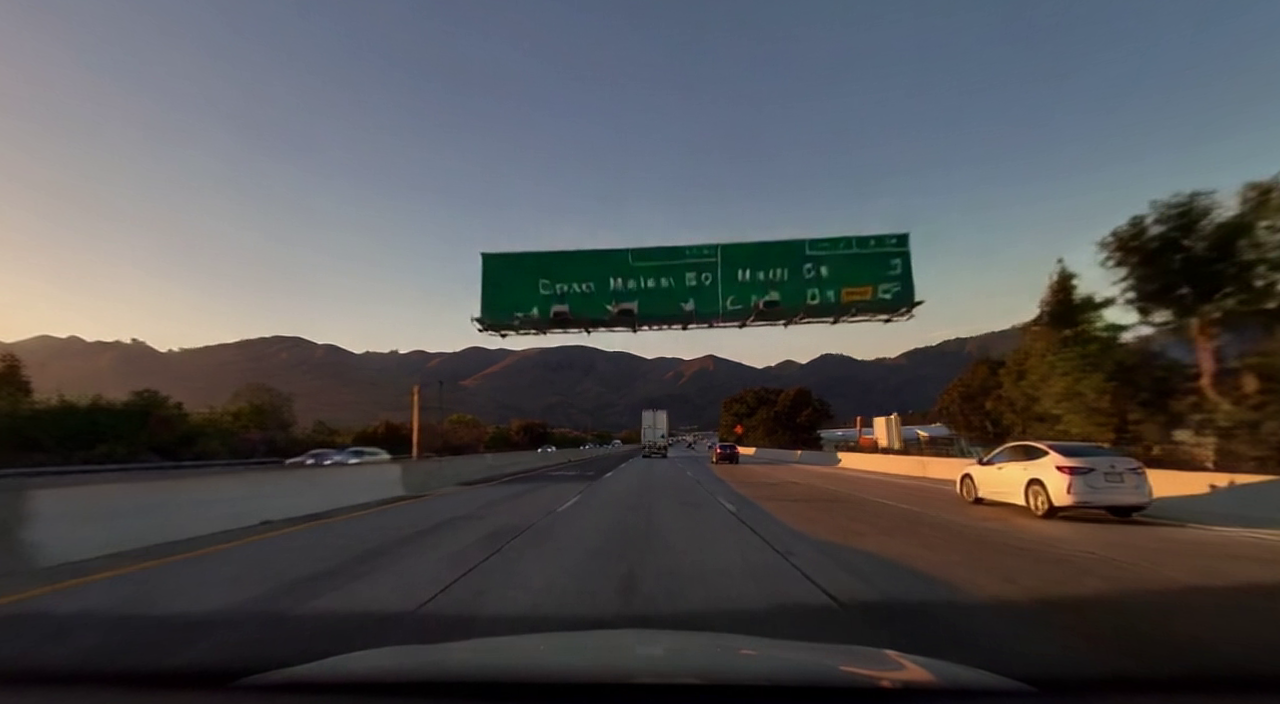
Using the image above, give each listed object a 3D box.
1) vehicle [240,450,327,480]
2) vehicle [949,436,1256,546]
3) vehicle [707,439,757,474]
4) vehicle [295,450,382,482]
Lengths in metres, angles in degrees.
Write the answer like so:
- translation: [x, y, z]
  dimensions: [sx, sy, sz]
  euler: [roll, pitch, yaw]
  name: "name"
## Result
- translation: [-19.152, 6.056, 34.102]
  dimensions: [1.956, 1.472, 4.506]
  euler: [0, -9, 2]
  name: "vehicle"
- translation: [7.236, 2.180, 10.582]
  dimensions: [1.982, 1.440, 4.171]
  euler: [0, -8, 0]
  name: "vehicle"
- translation: [4.472, 5.157, 31.255]
  dimensions: [1.880, 1.624, 3.941]
  euler: [0, -8, 0]
  name: "vehicle"
- translation: [-15.207, 5.744, 32.074]
  dimensions: [2.011, 1.473, 4.649]
  euler: [0, -9, 2]
  name: "vehicle"
